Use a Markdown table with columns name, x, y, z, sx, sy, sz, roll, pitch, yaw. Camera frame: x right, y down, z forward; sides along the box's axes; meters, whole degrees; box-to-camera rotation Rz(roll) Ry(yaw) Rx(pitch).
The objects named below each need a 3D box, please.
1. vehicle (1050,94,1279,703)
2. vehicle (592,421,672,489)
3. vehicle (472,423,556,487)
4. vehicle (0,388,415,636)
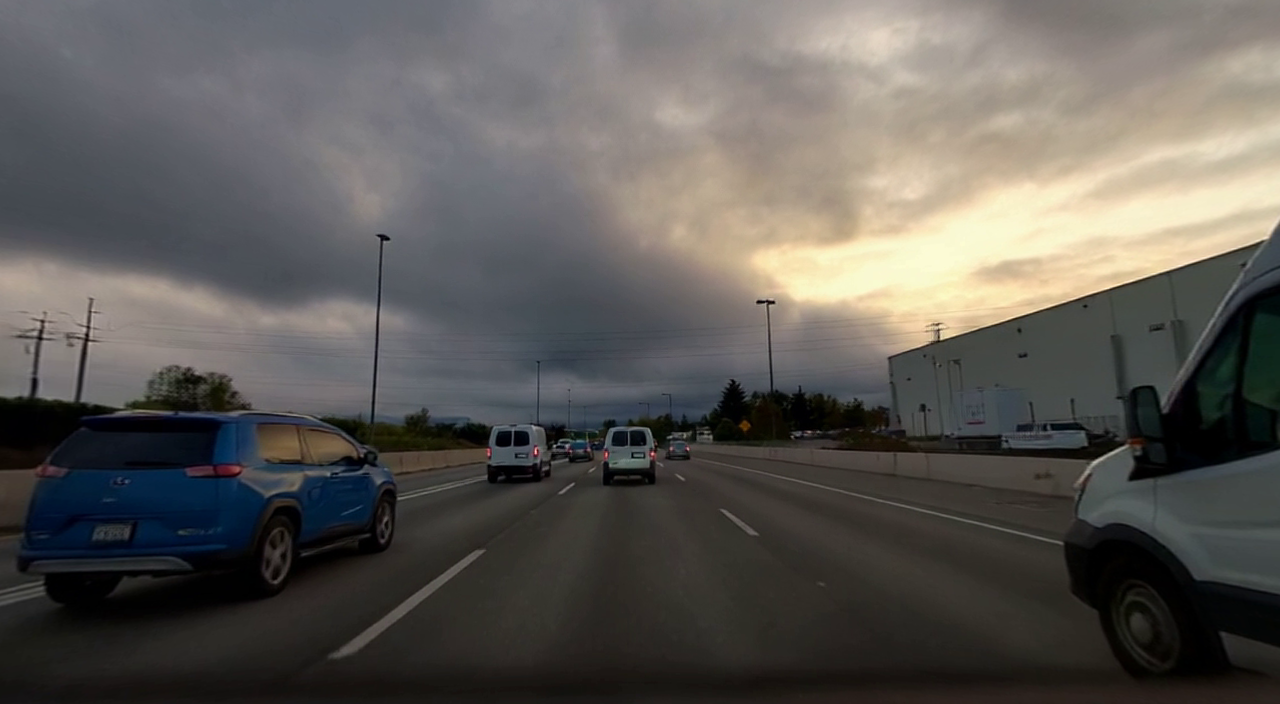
| name | x | y | z | sx | sy | sz | roll | pitch | yaw |
| --- | --- | --- | --- | --- | --- | --- | --- | --- | --- |
| vehicle | 3.939 | 0.018 | 1.090 | 2.427 | 2.652 | 5.769 | 0 | -8 | -1 |
| vehicle | -0.292 | 3.285 | 20.354 | 2.304 | 1.925 | 4.282 | 0 | -8 | -2 |
| vehicle | -4.182 | 3.502 | 21.673 | 2.038 | 1.936 | 4.300 | 0 | -8 | -1 |
| vehicle | -4.117 | 1.414 | 6.593 | 1.972 | 1.703 | 4.333 | 0 | -8 | -1 |
